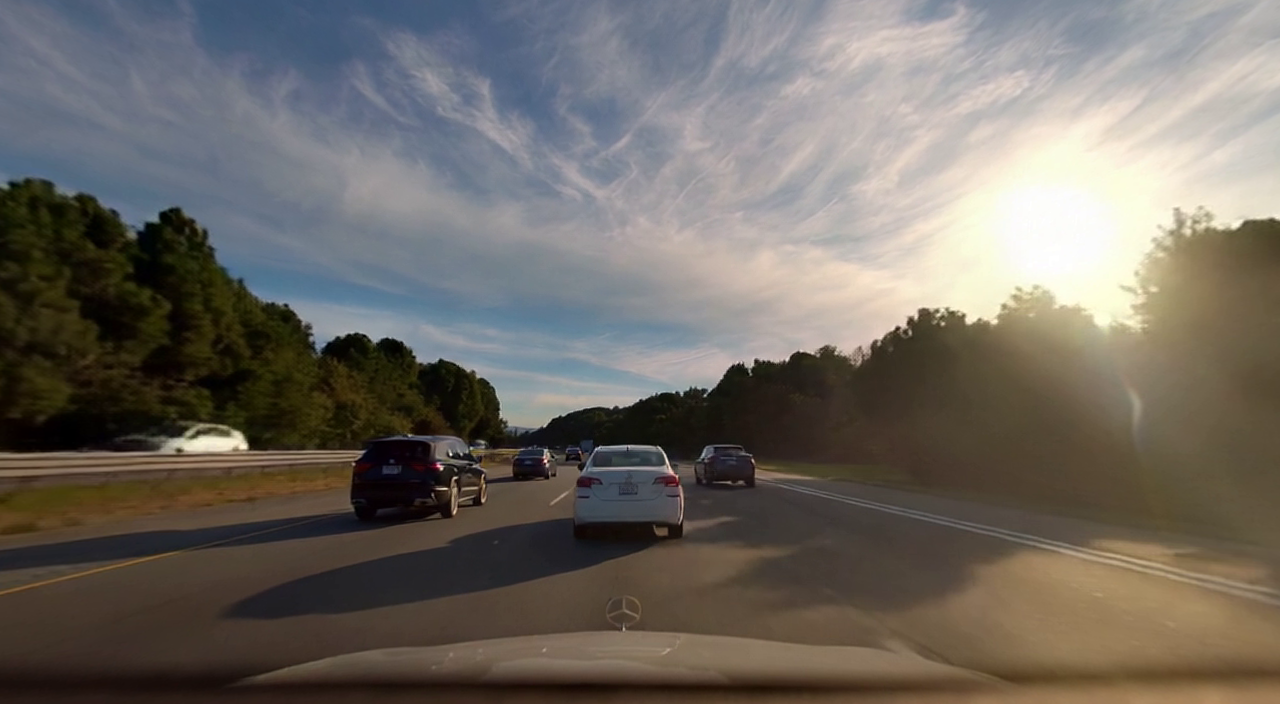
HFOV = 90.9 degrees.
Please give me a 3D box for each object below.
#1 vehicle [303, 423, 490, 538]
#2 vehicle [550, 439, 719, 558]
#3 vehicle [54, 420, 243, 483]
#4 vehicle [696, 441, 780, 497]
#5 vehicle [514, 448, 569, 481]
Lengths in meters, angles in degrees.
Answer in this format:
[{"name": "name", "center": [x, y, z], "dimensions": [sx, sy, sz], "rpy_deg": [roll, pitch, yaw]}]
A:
[{"name": "vehicle", "center": [-4.127, 2.238, 11.519], "dimensions": [1.830, 1.703, 4.142], "rpy_deg": [0, -9, -2]}, {"name": "vehicle", "center": [-0.131, 2.181, 10.110], "dimensions": [2.120, 1.478, 4.179], "rpy_deg": [0, -9, -2]}, {"name": "vehicle", "center": [-12.842, 2.652, 16.870], "dimensions": [1.798, 1.462, 4.069], "rpy_deg": [0, -9, -1]}, {"name": "vehicle", "center": [3.176, 3.888, 21.353], "dimensions": [1.996, 1.688, 4.207], "rpy_deg": [0, -9, -2]}, {"name": "vehicle", "center": [-4.704, 5.414, 30.627], "dimensions": [2.122, 1.491, 3.800], "rpy_deg": [0, -9, -1]}]
